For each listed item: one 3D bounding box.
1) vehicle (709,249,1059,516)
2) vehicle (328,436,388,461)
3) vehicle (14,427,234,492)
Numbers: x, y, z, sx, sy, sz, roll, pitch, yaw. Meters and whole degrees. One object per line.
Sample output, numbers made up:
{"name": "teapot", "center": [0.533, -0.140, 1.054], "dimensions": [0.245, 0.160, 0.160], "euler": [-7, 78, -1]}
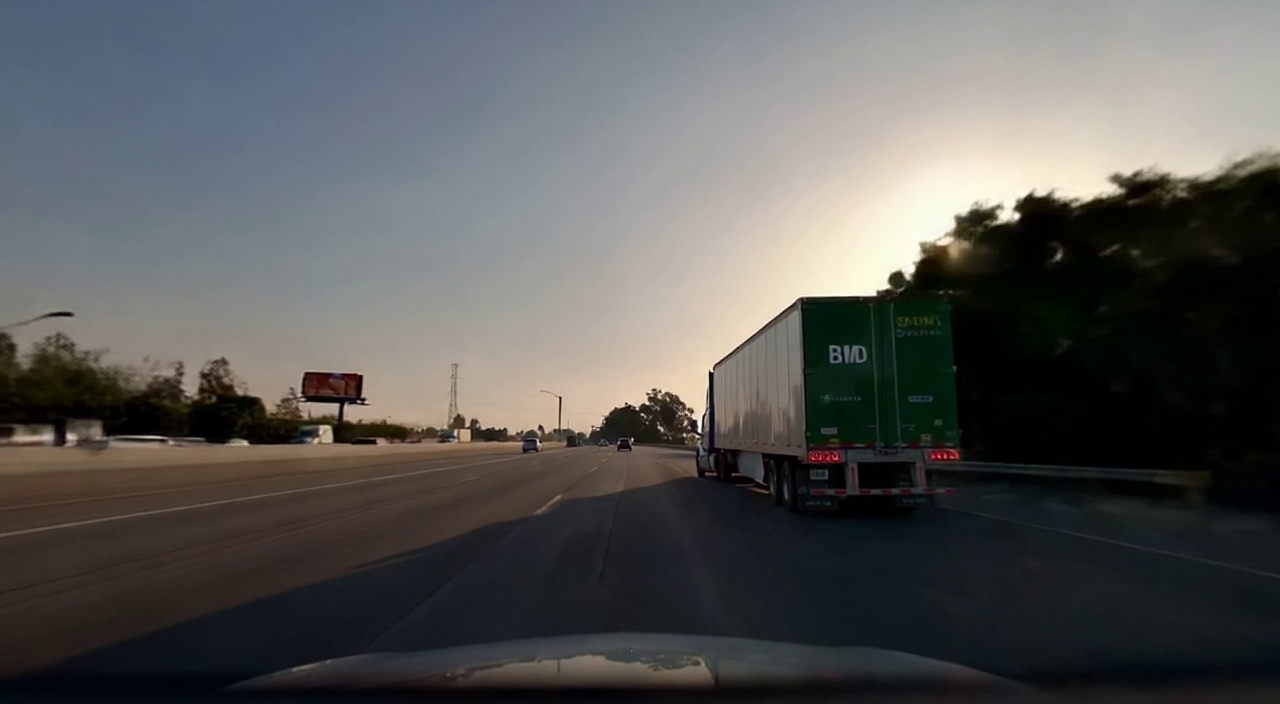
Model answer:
{"name": "vehicle", "center": [4.361, 1.486, 16.777], "dimensions": [2.891, 3.944, 15.051], "euler": [0, -8, -2]}
{"name": "vehicle", "center": [-18.473, 6.362, 41.580], "dimensions": [1.913, 1.540, 4.540], "euler": [0, -8, -1]}
{"name": "vehicle", "center": [-14.731, 3.111, 18.610], "dimensions": [1.970, 1.618, 5.364], "euler": [0, -8, 0]}
